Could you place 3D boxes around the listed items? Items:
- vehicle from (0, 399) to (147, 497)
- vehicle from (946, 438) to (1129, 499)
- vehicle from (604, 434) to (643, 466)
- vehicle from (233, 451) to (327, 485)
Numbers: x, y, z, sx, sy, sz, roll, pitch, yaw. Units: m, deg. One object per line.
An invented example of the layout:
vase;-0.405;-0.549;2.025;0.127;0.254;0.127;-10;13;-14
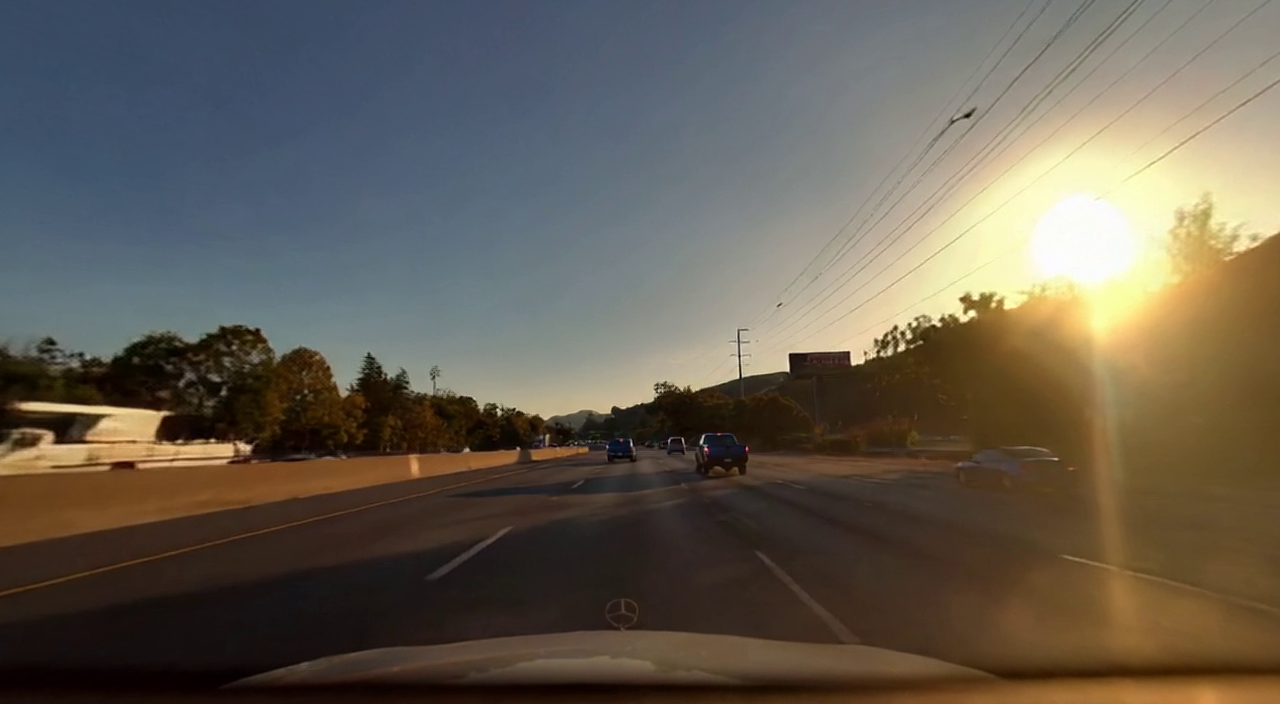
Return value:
vehicle;-28.549;4.510;29.616;3.234;4.093;8.846;0;-9;1
vehicle;10.787;3.171;17.619;2.076;1.470;4.644;0;-8;0
vehicle;-1.027;6.724;43.280;2.508;2.023;6.176;0;-8;0
vehicle;-17.180;5.519;30.288;1.894;1.466;4.429;0;-8;0
